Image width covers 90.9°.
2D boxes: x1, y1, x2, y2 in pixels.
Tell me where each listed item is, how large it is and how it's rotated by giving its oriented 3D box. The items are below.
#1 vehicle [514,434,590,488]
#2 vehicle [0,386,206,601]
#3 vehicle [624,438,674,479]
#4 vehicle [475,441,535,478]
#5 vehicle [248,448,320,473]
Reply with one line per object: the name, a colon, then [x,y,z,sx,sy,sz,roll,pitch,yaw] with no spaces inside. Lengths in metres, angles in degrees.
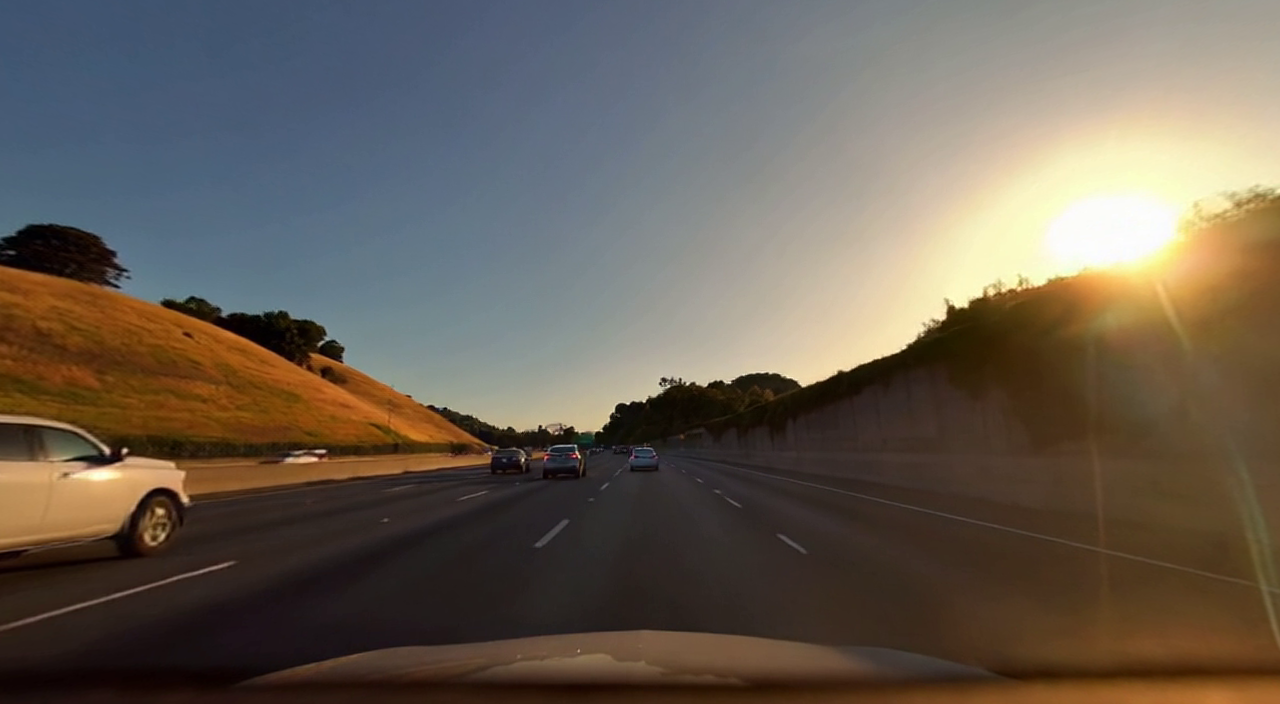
vehicle: [-3.173,4.057,23.790,2.093,1.820,4.506,0,-9,1]
vehicle: [-6.639,1.212,5.339,2.108,1.856,5.214,0,-9,1]
vehicle: [0.400,5.138,30.685,2.233,1.804,4.273,0,-9,0]
vehicle: [-6.676,5.368,31.736,2.059,1.745,4.239,0,-9,0]
vehicle: [-23.435,7.130,41.782,1.953,1.532,4.791,0,-9,1]
